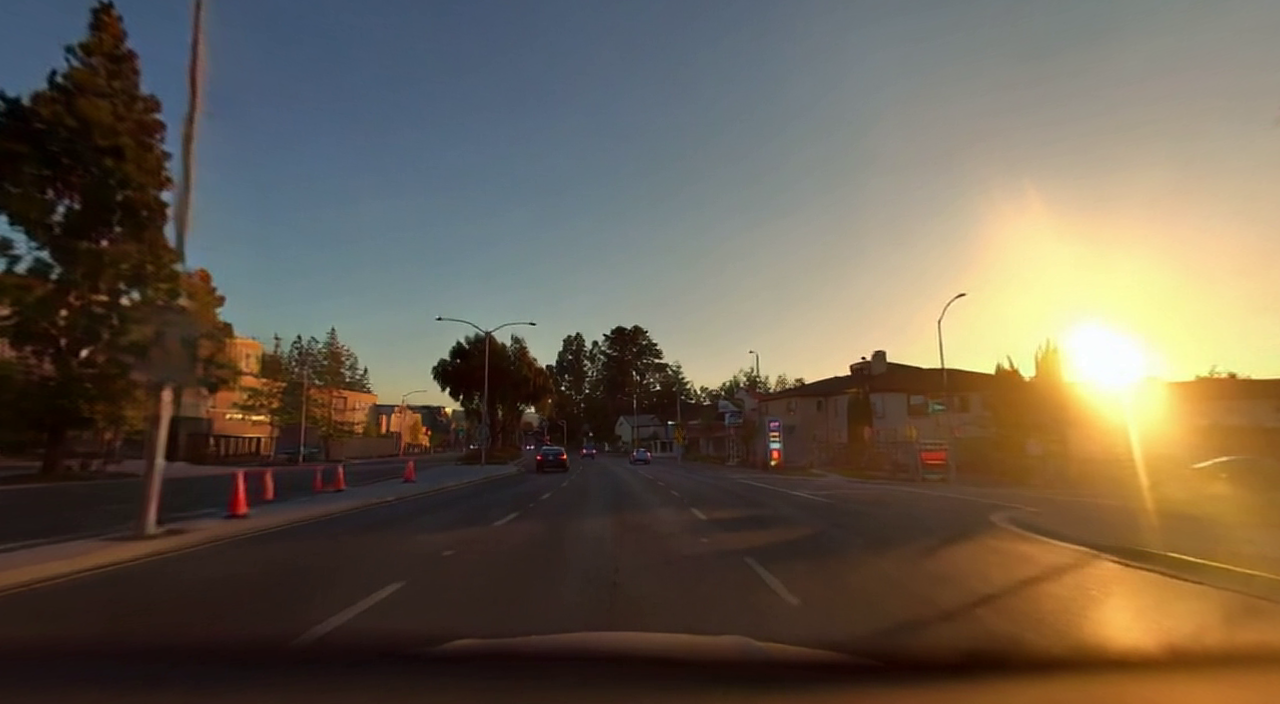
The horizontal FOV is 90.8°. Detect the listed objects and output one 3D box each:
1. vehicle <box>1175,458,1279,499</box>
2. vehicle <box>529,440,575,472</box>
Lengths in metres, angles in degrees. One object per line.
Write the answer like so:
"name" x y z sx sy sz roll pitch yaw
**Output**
"vehicle" 25.779 5.277 26.634 4.906 1.447 2.076 1 -5 -7
"vehicle" -5.078 6.074 36.998 2.381 1.721 4.186 0 -9 -4
